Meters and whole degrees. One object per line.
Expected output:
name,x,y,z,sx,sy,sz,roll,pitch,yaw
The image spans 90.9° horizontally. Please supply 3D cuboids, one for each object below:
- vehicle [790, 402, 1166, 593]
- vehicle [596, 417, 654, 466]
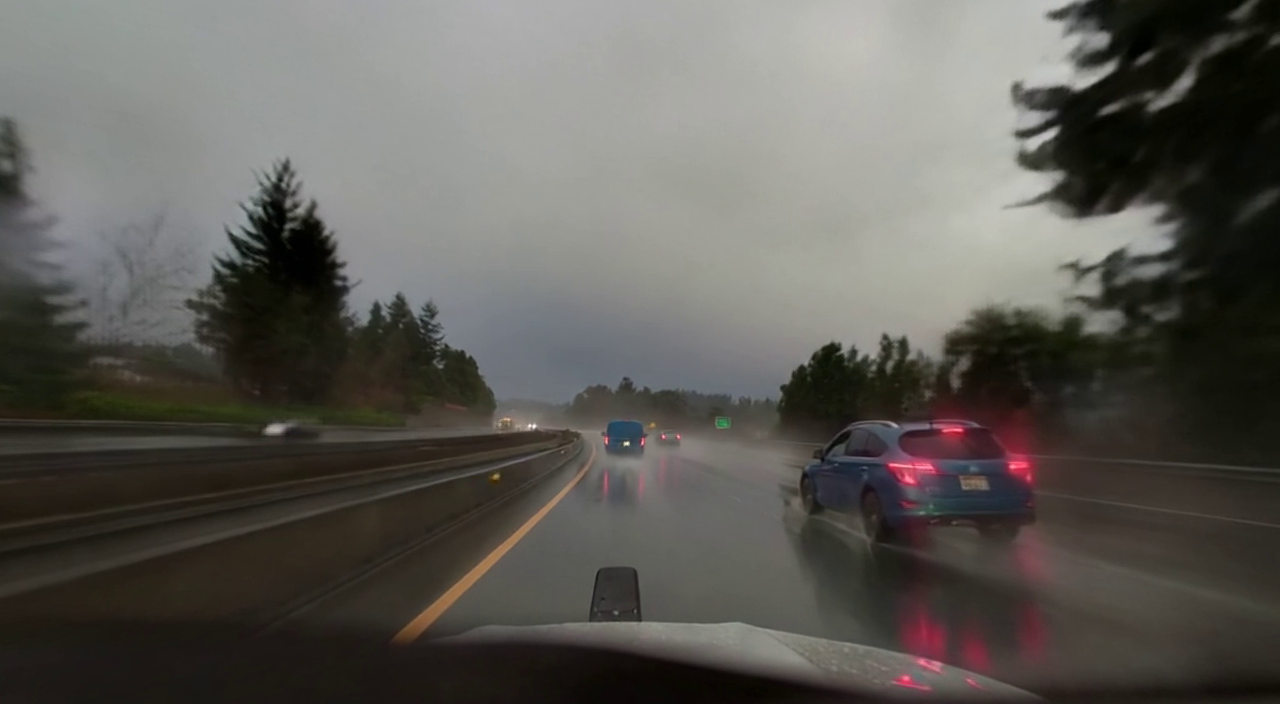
vehicle,3.366,1.502,7.417,2.078,1.600,4.012,0,-8,-2
vehicle,-0.719,3.972,28.152,2.403,1.994,4.683,0,-8,-3
